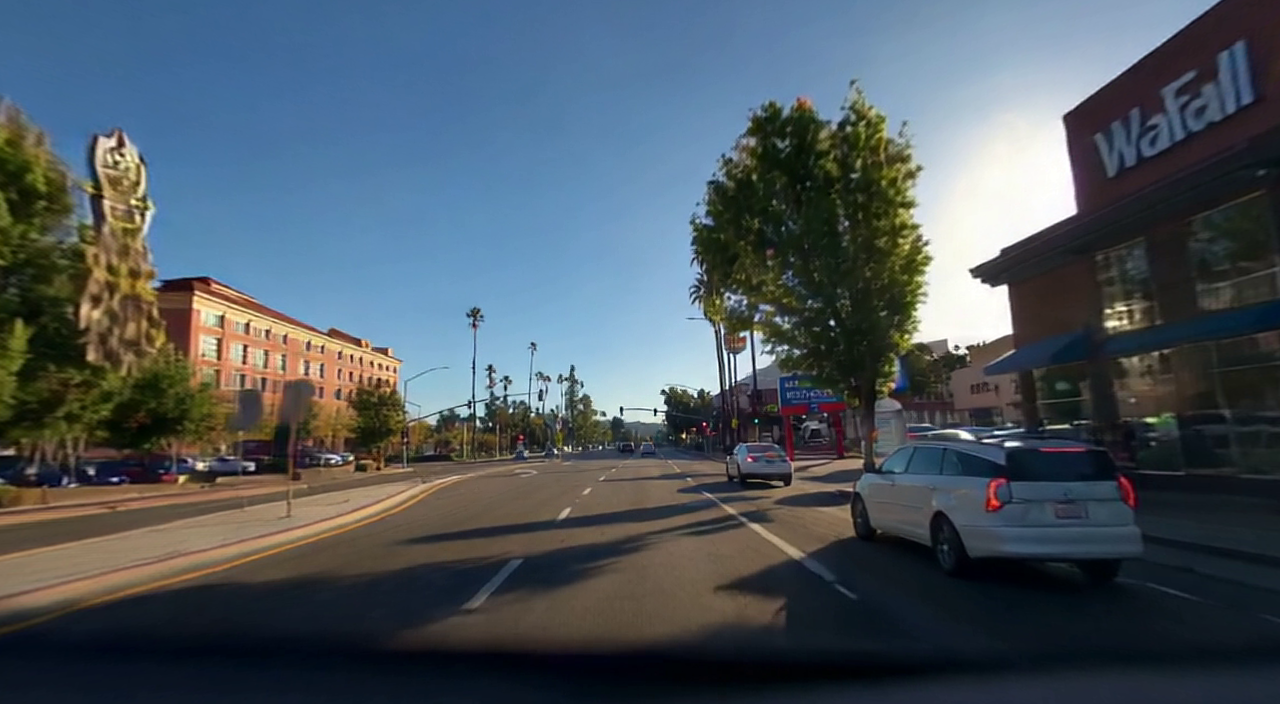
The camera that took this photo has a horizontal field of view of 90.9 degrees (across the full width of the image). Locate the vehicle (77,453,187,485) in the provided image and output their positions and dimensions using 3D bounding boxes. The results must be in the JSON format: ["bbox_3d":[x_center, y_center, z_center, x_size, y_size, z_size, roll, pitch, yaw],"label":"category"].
[{"bbox_3d":[-31.894,7.354,39.693,4.978,1.873,2.164,0,-8,-1],"label":"vehicle"}]

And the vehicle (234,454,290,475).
[{"bbox_3d":[-29.363,8.731,49.079,1.966,1.430,4.309,0,-8,-4],"label":"vehicle"}]

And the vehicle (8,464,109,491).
[{"bbox_3d":[-33.352,7.181,36.206,4.252,1.419,1.997,-2,-8,10],"label":"vehicle"}]

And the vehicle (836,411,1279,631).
[{"bbox_3d":[3.677,1.496,6.600,1.931,1.534,4.126,-1,-8,0],"label":"vehicle"}]

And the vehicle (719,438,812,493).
[{"bbox_3d":[3.708,3.431,19.536,1.870,1.467,4.800,0,-8,0],"label":"vehicle"}]

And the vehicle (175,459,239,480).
[{"bbox_3d":[-31.285,8.480,45.649,1.703,1.328,4.065,-1,-8,1],"label":"vehicle"}]
